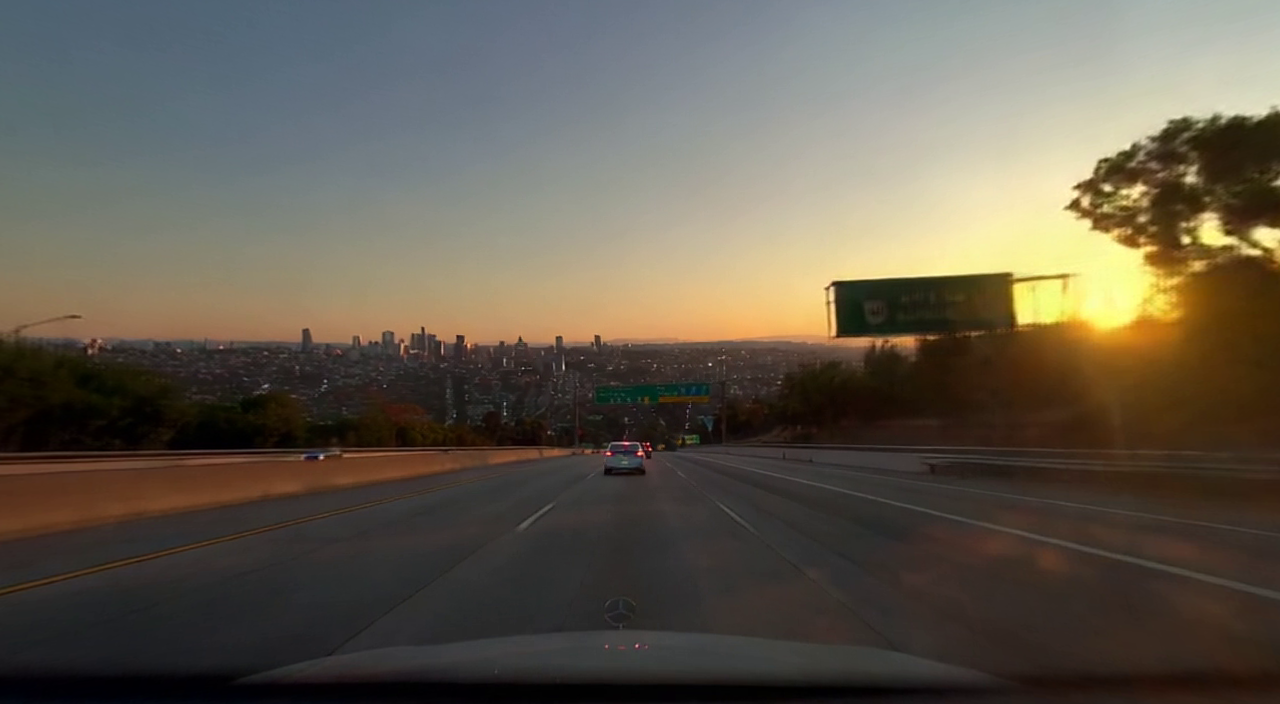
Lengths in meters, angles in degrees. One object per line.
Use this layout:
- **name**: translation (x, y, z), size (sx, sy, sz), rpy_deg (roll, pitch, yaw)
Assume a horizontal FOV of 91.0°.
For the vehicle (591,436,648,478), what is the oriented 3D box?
- **vehicle**: translation (-0.753, 4.231, 25.613), size (2.147, 1.576, 3.964), rpy_deg (0, -8, 0)
